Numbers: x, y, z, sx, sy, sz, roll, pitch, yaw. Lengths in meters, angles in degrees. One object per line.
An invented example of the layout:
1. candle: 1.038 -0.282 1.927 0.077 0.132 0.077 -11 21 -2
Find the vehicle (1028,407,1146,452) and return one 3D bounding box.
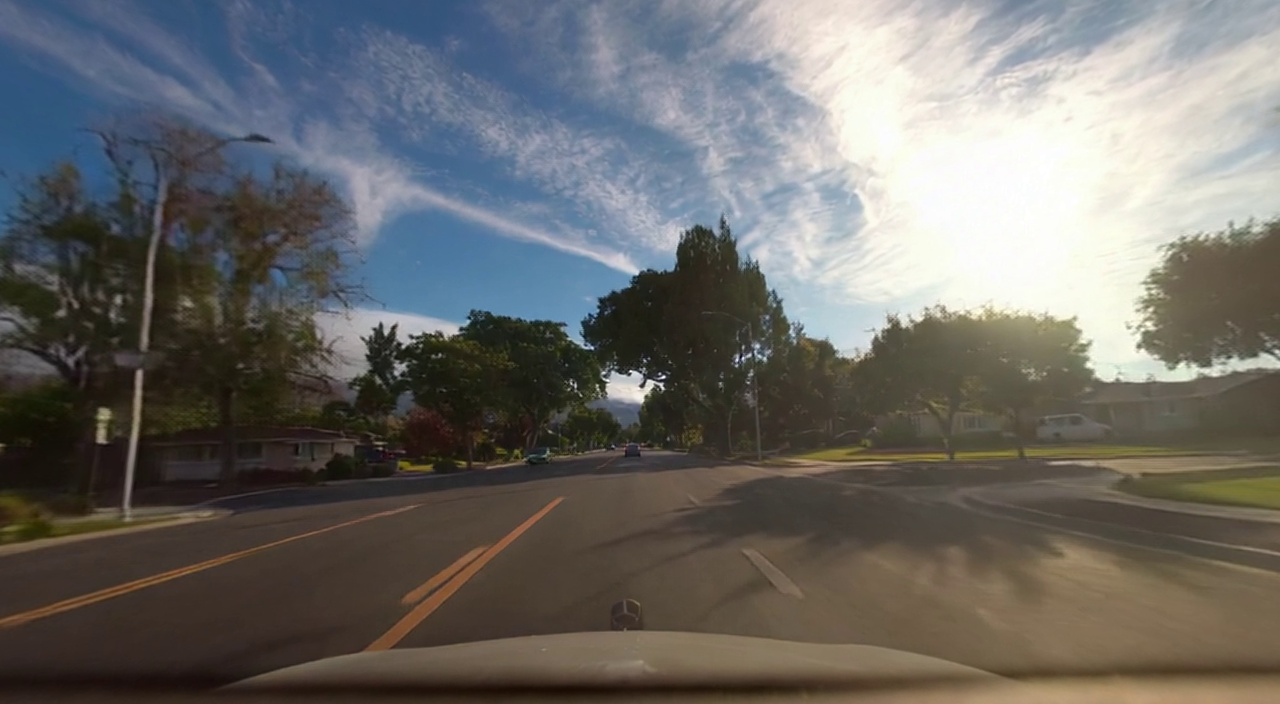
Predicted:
1. vehicle: 28.527 4.983 40.490 5.564 2.741 2.347 -1 -9 4

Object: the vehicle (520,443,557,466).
1. vehicle: -7.696 7.800 48.410 2.130 1.635 4.505 0 -9 0
